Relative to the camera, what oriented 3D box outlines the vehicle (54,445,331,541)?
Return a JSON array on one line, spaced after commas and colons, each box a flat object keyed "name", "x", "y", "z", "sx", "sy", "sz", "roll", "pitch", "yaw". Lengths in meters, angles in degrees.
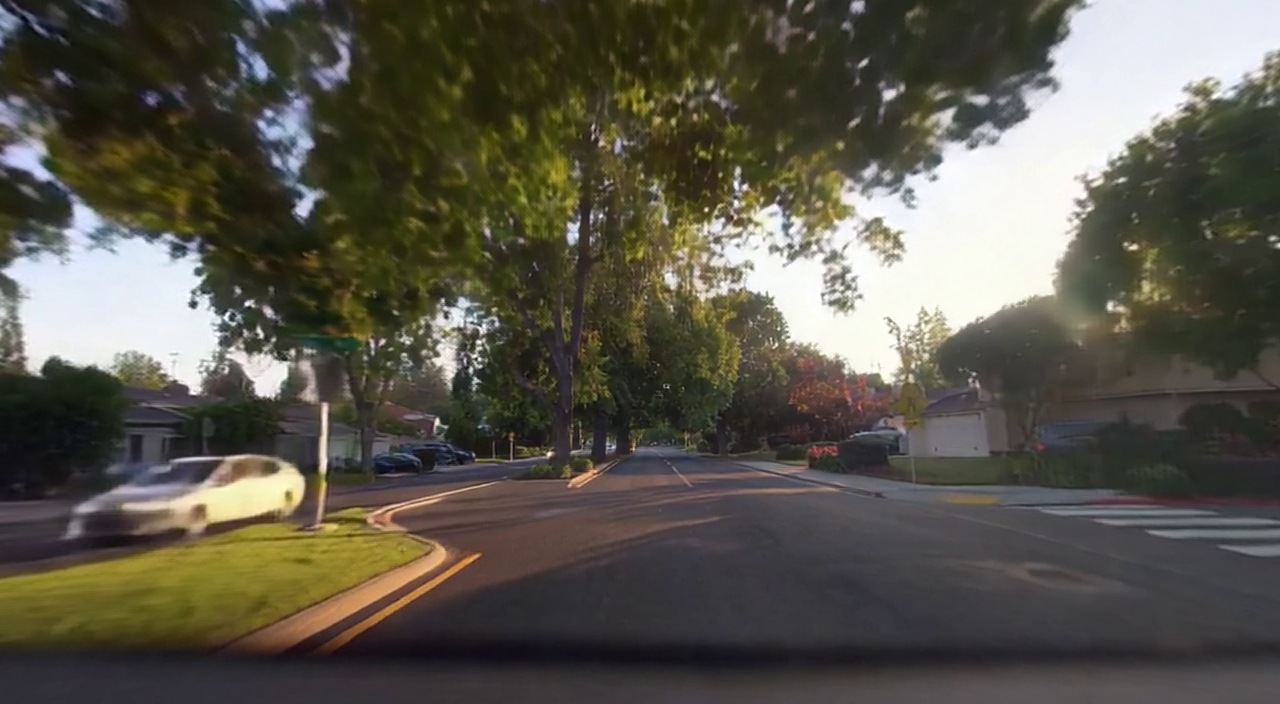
[{"name": "vehicle", "x": -8.112, "y": 2.534, "z": 12.142, "sx": 1.900, "sy": 1.472, "sz": 4.574, "roll": 0, "pitch": -8, "yaw": 1}]
